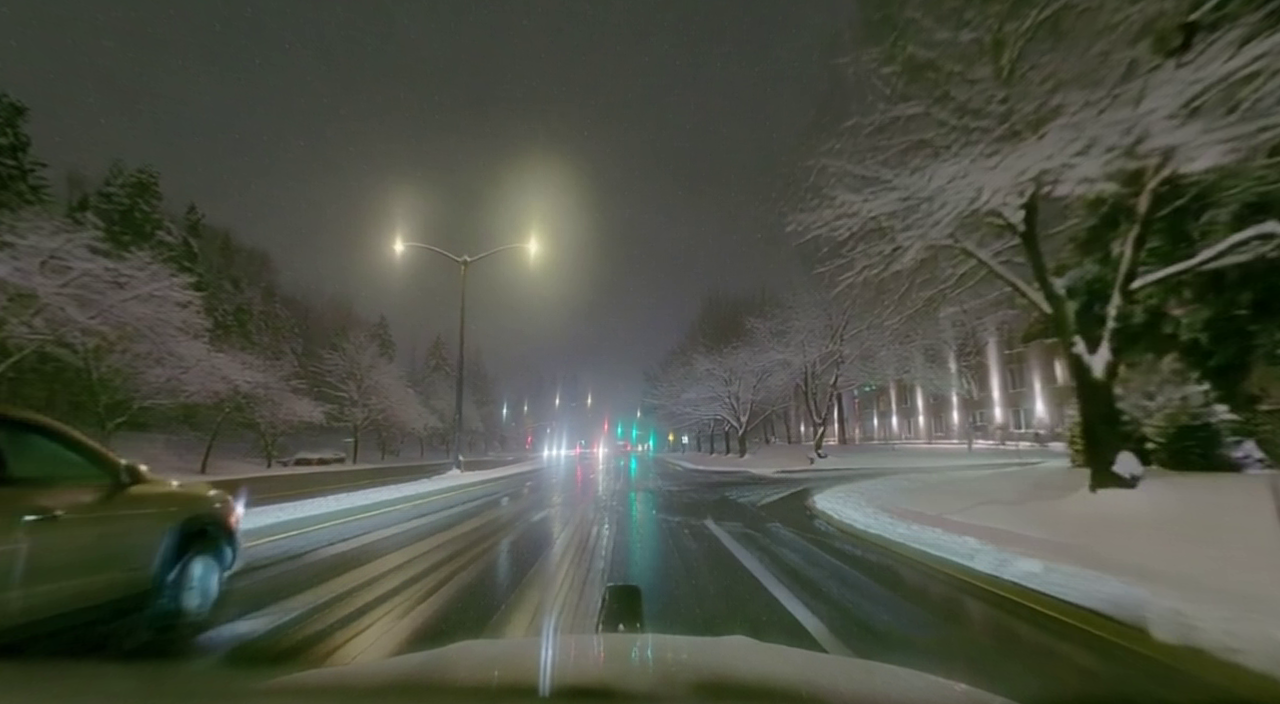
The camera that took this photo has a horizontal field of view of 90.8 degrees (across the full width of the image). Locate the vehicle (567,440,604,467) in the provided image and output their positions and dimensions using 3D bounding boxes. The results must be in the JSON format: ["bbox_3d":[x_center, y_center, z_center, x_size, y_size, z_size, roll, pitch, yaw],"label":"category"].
[{"bbox_3d":[-3.747,7.081,44.057,2.179,1.771,4.267,0,-8,1],"label":"vehicle"}]

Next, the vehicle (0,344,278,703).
[{"bbox_3d":[-3.839,0.763,2.318,2.202,1.685,4.772,0,-8,0],"label":"vehicle"}]
